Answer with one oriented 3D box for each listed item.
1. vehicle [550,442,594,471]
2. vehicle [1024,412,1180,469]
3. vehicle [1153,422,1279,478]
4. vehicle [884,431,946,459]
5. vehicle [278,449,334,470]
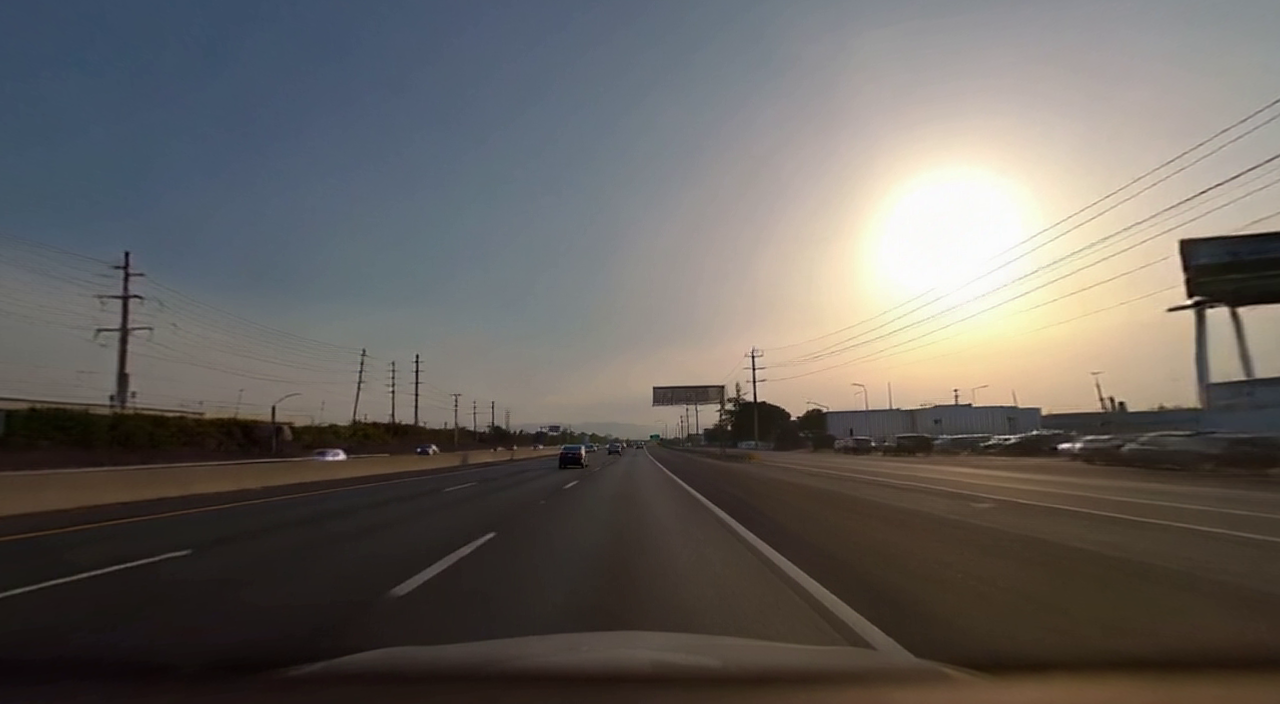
[{"bbox_3d":[-3.796,5.894,35.912,1.940,1.479,4.545,0,-8,1],"label":"vehicle"},{"bbox_3d":[18.749,3.686,26.103,2.165,2.077,5.451,0,-8,-1],"label":"vehicle"},{"bbox_3d":[18.954,3.065,19.828,1.758,1.580,4.583,0,-8,-1],"label":"vehicle"},{"bbox_3d":[19.018,6.471,43.944,2.037,1.794,4.897,0,-8,-1],"label":"vehicle"},{"bbox_3d":[-25.188,8.116,47.835,1.796,1.482,4.512,0,-8,0],"label":"vehicle"}]
